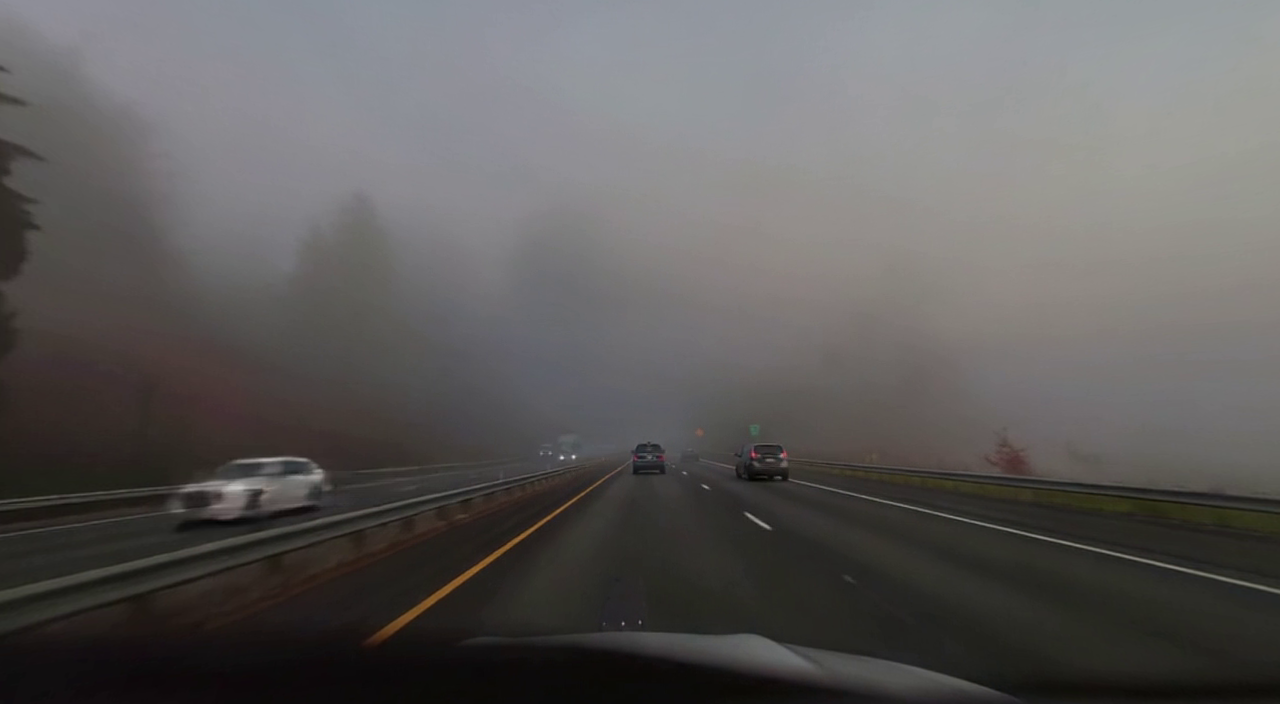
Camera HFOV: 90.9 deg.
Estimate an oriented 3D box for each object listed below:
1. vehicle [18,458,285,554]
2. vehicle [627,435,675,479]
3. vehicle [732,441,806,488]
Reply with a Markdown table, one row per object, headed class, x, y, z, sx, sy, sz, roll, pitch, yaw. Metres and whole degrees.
| class | x | y | z | sx | sy | sz | roll | pitch | yaw |
| --- | --- | --- | --- | --- | --- | --- | --- | --- | --- |
| vehicle | -9.429 | 2.950 | 12.785 | 1.827 | 1.488 | 4.455 | 0 | -9 | 0 |
| vehicle | 0.501 | 5.024 | 30.285 | 2.143 | 1.925 | 4.101 | 0 | -9 | 0 |
| vehicle | 4.610 | 4.053 | 23.067 | 1.868 | 1.566 | 3.509 | 0 | -9 | -1 |
